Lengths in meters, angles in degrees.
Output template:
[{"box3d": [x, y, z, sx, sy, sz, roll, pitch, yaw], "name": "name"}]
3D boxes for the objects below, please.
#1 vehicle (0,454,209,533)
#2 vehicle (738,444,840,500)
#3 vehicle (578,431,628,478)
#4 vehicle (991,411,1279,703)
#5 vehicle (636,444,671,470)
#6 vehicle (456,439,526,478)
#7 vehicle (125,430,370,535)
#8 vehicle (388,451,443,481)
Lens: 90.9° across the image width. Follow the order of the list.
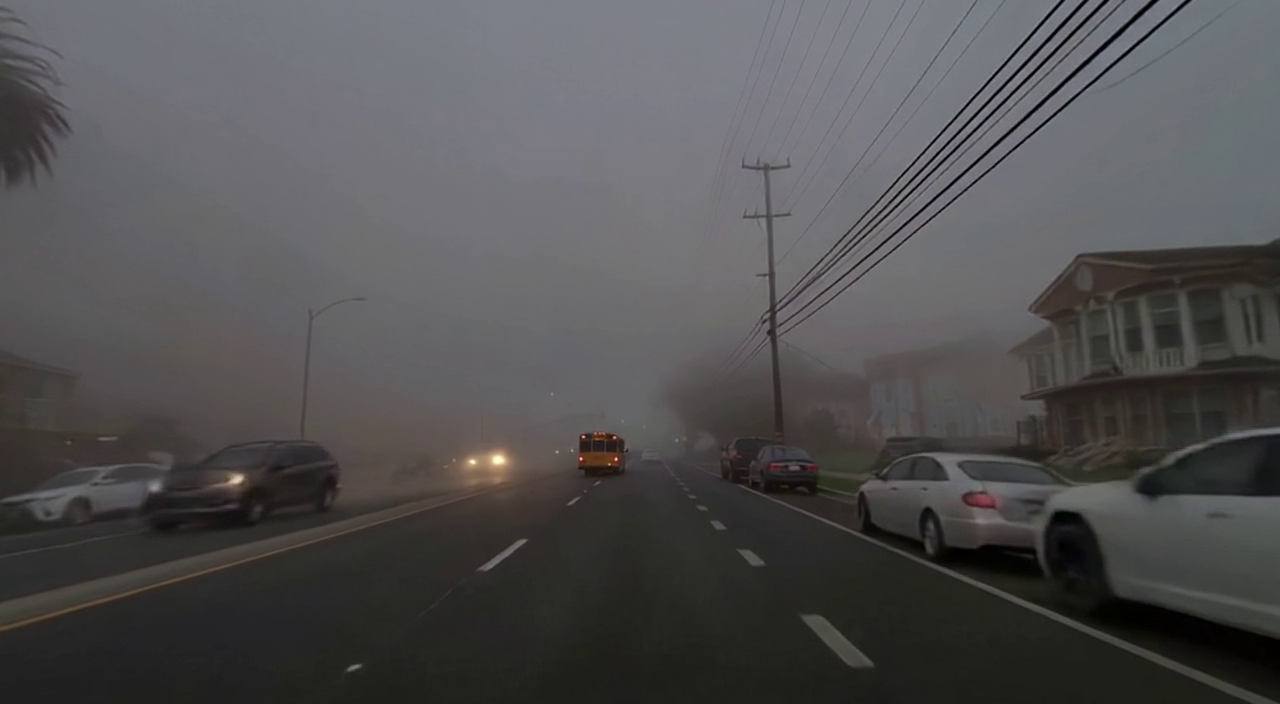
[{"box3d": [-14.178, 3.678, 16.988, 2.041, 1.643, 4.665, -5, -9, -3], "name": "vehicle"}, {"box3d": [4.304, 3.534, 19.029, 1.838, 1.458, 4.750, 0, -9, -1], "name": "vehicle"}, {"box3d": [-1.679, 4.834, 29.912, 2.168, 2.040, 4.527, 0, -9, -2], "name": "vehicle"}, {"box3d": [4.144, 1.116, 3.458, 1.946, 1.530, 4.240, 0, -9, 0], "name": "vehicle"}, {"box3d": [0.890, 6.555, 39.414, 2.063, 1.495, 3.849, 0, -9, 2], "name": "vehicle"}, {"box3d": [-8.532, 6.158, 36.694, 2.653, 1.964, 5.699, -3, -9, 0], "name": "vehicle"}, {"box3d": [-7.887, 2.650, 13.448, 2.096, 1.798, 4.831, 0, -9, 0], "name": "vehicle"}, {"box3d": [-15.255, 7.739, 43.044, 1.993, 1.639, 5.065, -5, -8, -2], "name": "vehicle"}]
